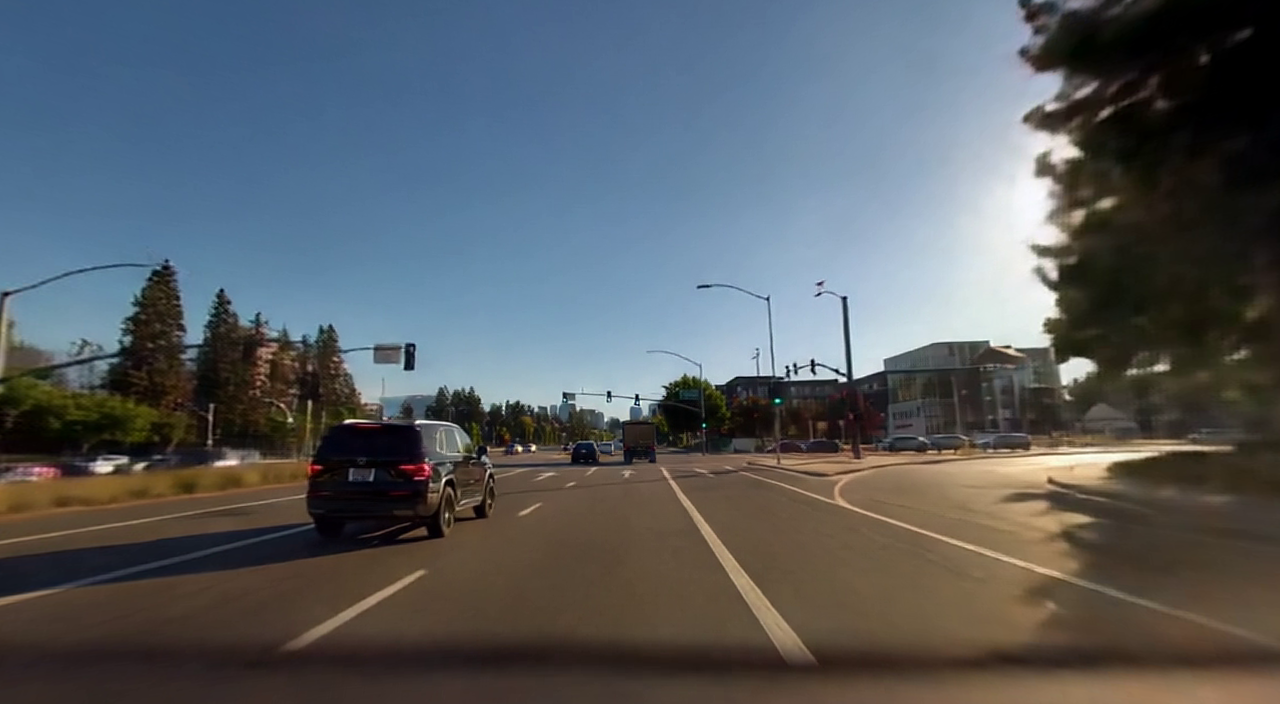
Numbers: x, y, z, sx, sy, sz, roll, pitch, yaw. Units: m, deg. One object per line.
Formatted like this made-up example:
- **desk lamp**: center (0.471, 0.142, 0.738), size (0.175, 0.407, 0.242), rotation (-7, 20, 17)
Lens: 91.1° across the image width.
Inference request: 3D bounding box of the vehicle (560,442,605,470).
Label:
- **vehicle**: center (-3.154, 5.832, 35.422), size (2.023, 1.483, 4.143), rotation (0, -9, 2)

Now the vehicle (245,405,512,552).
- **vehicle**: center (-3.791, 1.956, 10.408), size (2.178, 1.826, 4.933), rotation (0, -9, 2)

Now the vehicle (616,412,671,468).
- **vehicle**: center (0.256, 5.289, 37.570), size (2.993, 3.051, 6.692), rotation (0, -9, 1)

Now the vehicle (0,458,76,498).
- **vehicle**: center (-28.863, 5.705, 28.558), size (2.028, 1.652, 4.607), rotation (0, -9, 1)

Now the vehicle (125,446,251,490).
- **vehicle**: center (-18.317, 4.686, 25.738), size (1.963, 1.643, 4.221), rotation (0, -9, 1)

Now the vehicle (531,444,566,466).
- **vehicle**: center (-6.660, 7.537, 46.144), size (1.933, 1.477, 4.119), rotation (0, -9, 1)
